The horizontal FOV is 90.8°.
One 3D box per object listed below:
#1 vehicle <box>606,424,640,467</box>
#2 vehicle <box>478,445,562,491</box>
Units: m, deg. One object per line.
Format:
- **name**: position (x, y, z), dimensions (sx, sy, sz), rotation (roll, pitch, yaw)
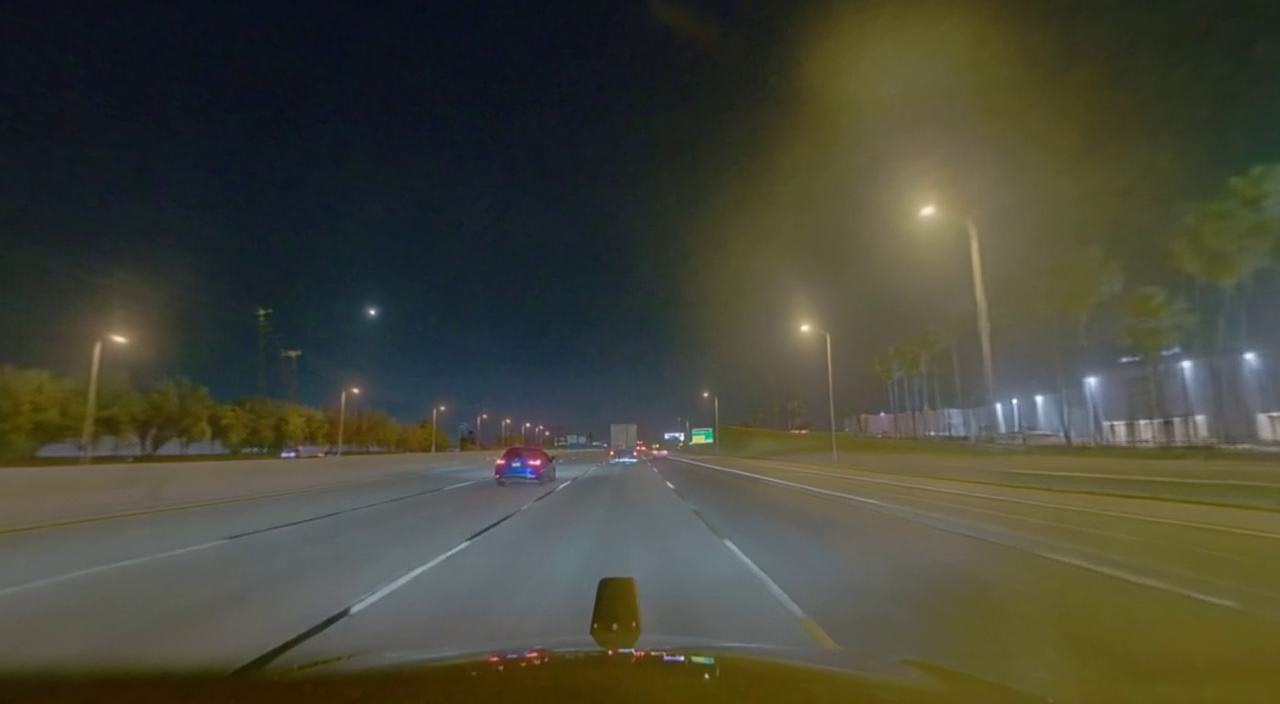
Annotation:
- **vehicle**: position (-1.244, 7.056, 47.657), dimensions (2.364, 2.953, 6.495), rotation (0, -8, -1)
- **vehicle**: position (-4.084, 4.006, 22.284), dimensions (2.097, 1.447, 4.291), rotation (0, -8, 0)
